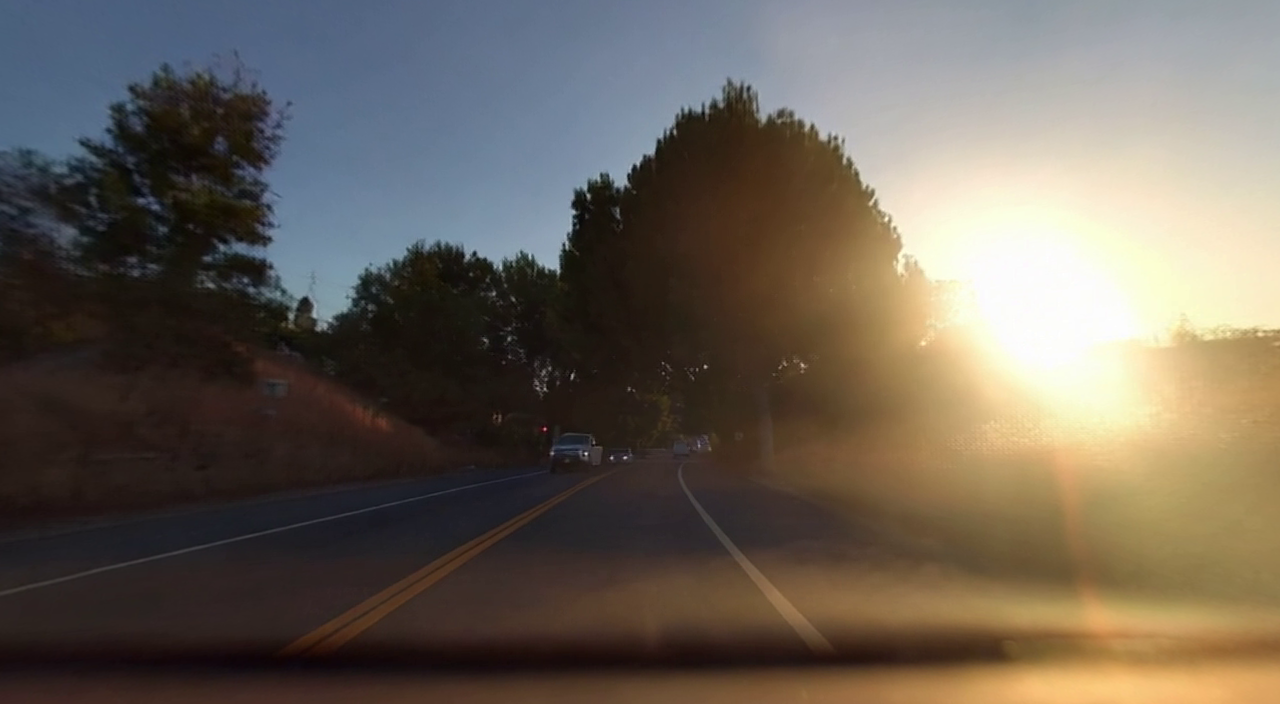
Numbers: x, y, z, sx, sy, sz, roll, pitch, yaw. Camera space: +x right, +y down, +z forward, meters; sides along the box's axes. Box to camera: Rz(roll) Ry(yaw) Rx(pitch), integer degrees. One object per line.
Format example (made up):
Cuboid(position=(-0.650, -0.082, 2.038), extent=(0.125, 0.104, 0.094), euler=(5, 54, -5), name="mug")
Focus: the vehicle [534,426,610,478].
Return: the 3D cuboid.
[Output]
Cuboid(position=(-3.359, 5.195, 33.176), extent=(2.825, 2.376, 7.468), euler=(-1, -8, 3), name="vehicle")
